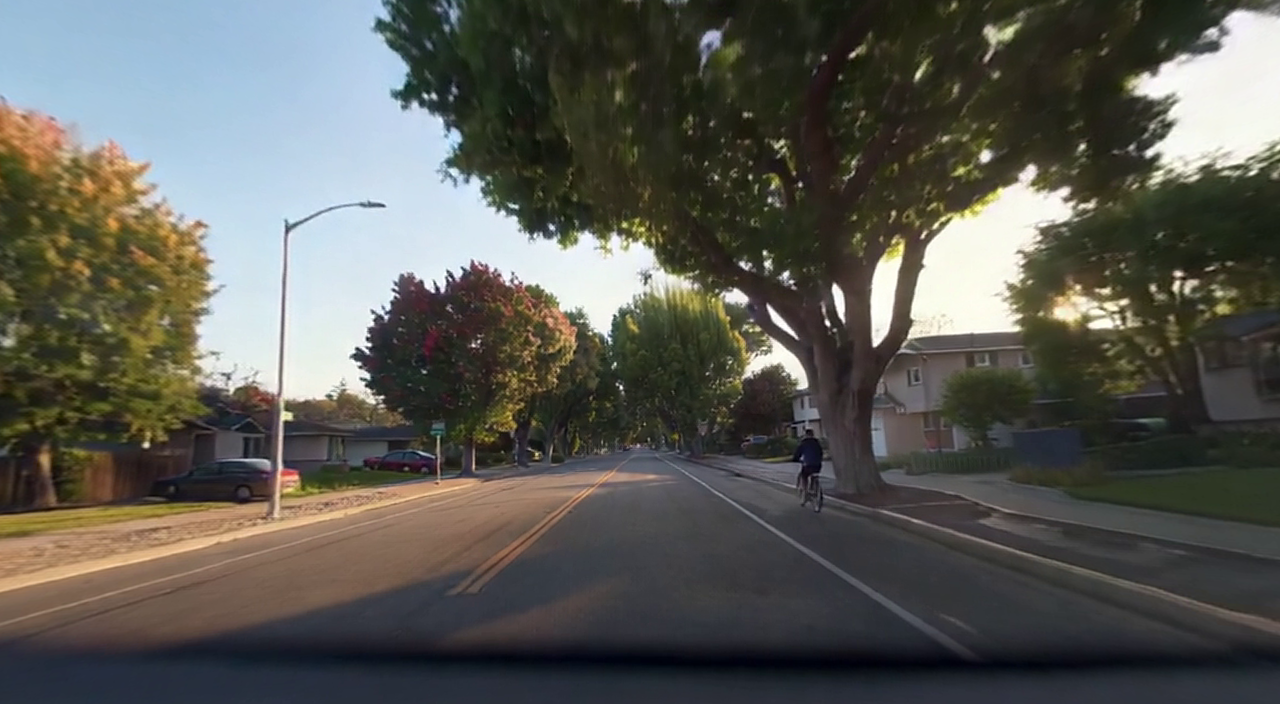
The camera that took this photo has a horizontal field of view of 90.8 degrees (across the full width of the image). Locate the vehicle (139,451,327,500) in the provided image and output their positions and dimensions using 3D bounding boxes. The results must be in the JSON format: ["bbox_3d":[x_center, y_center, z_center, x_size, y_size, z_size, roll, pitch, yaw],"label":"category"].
[{"bbox_3d":[-13.037,3.957,20.479,4.717,1.465,1.887,0,-9,-3],"label":"vehicle"}]

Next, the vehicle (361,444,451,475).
[{"bbox_3d":[-13.923,6.398,37.745,4.587,1.722,1.906,0,-9,-1],"label":"vehicle"}]
